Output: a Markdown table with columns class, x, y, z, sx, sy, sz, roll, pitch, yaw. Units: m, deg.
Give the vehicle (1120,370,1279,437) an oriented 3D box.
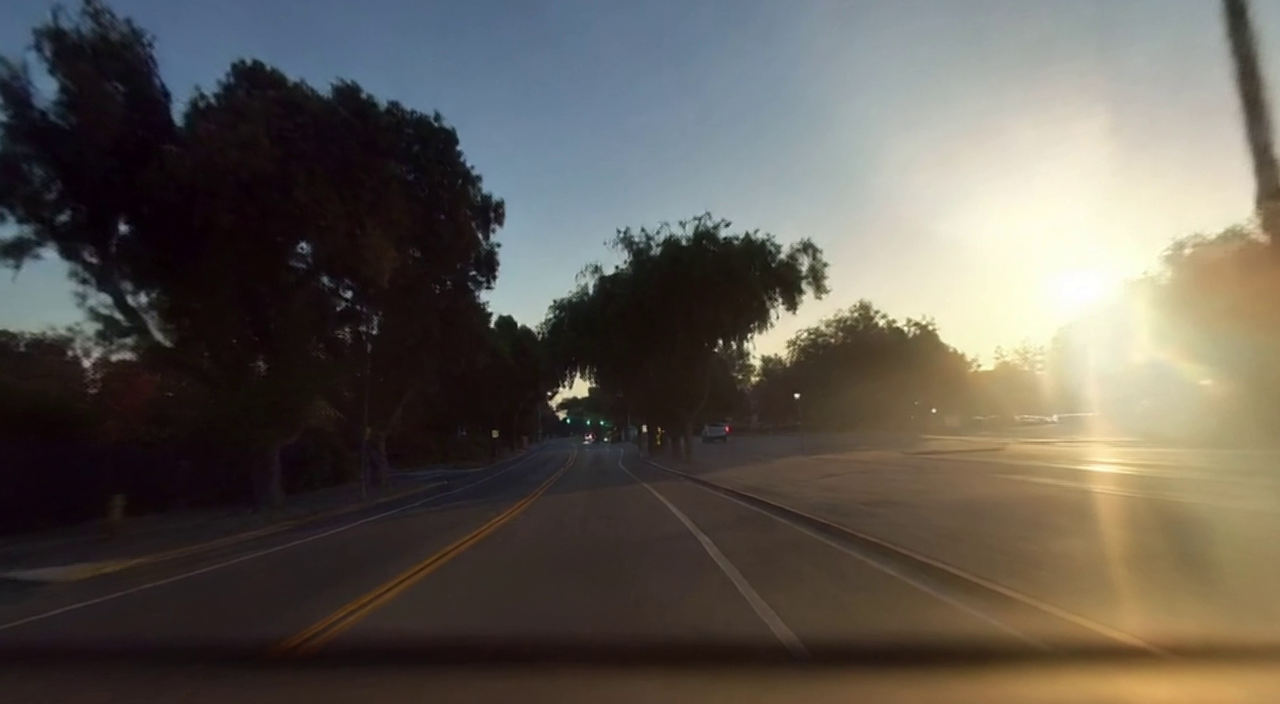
| class | x | y | z | sx | sy | sz | roll | pitch | yaw |
| --- | --- | --- | --- | --- | --- | --- | --- | --- | --- |
| vehicle | 30.327 | 2.643 | 32.194 | 8.774 | 3.004 | 2.914 | -3 | -8 | 5 |
